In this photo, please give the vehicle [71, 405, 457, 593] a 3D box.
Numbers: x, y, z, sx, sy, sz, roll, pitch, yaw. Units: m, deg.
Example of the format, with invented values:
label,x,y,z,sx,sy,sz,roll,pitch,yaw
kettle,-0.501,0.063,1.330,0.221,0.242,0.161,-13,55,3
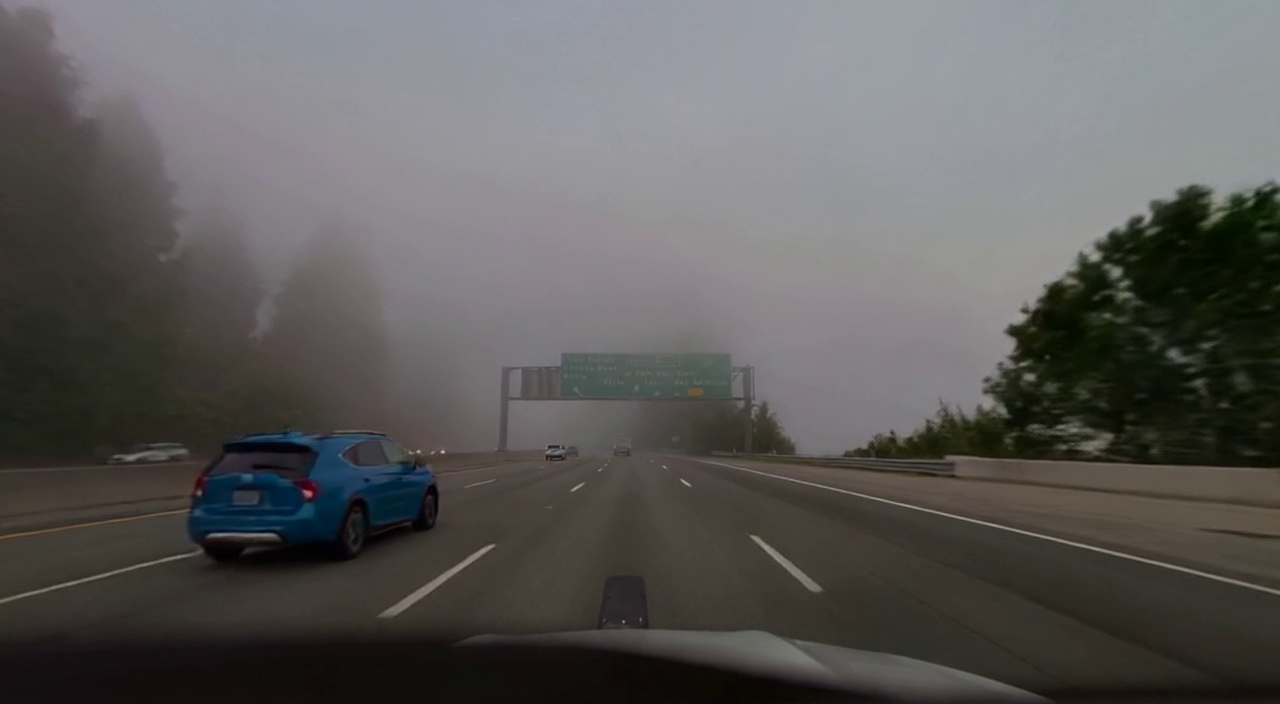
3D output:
label,x,y,z,sx,sy,sz,roll,pitch,yaw
vehicle,-4.137,1.687,8.156,2.162,1.724,4.537,0,-8,0
